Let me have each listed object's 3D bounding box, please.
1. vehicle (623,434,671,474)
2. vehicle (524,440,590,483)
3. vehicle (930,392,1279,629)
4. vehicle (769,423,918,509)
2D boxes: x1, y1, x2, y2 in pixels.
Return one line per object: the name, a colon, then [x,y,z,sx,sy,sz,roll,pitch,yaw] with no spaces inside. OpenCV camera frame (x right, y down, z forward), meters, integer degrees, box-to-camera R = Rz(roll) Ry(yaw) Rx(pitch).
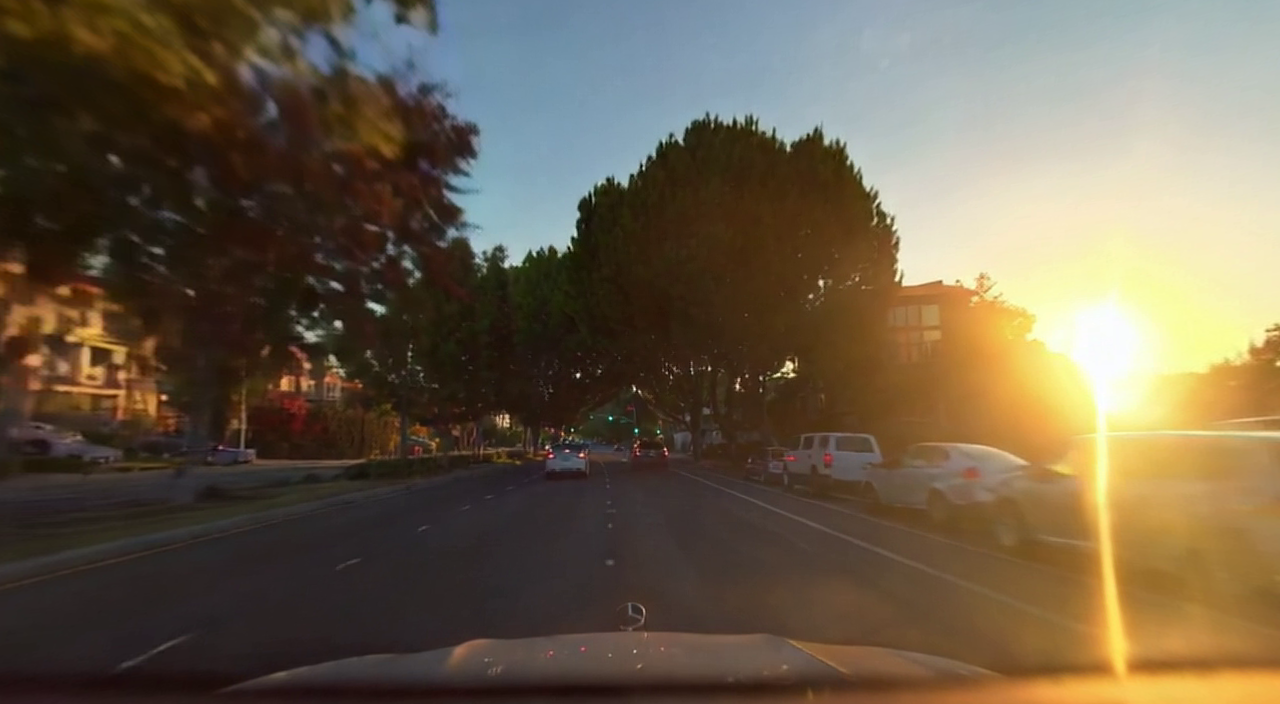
vehicle: [0.257,4.949,30.817,2.073,1.822,4.276,0,-8,-3]
vehicle: [-3.023,4.056,23.685,2.140,1.474,4.026,0,-8,-3]
vehicle: [5.814,1.598,7.046,2.184,1.786,5.497,2,-9,-4]
vehicle: [5.163,2.961,16.884,2.177,1.966,4.707,0,-8,-3]
